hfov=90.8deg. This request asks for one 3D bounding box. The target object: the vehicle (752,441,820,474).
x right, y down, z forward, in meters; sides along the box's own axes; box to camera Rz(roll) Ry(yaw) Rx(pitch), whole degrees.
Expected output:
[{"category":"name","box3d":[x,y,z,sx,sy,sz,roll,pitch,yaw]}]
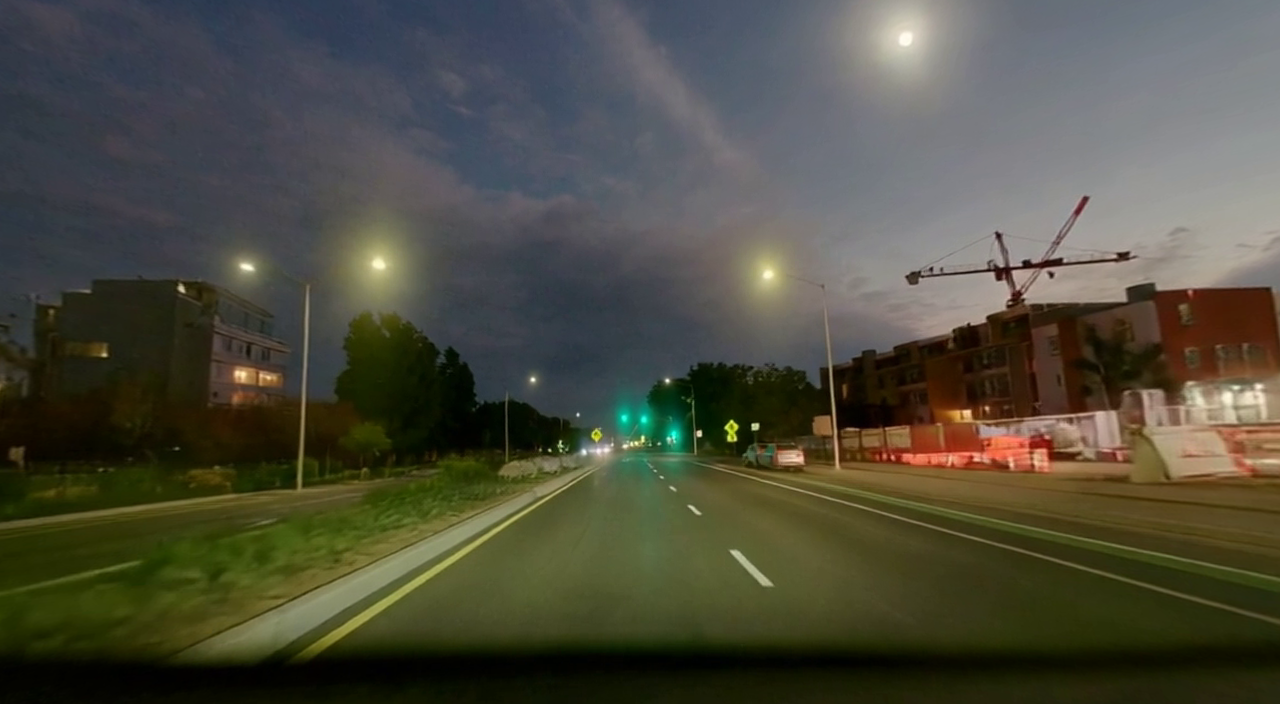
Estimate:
[{"category":"vehicle","box3d":[7.039,5.128,30.982,1.986,1.498,5.099,0,-8,-2]}]
